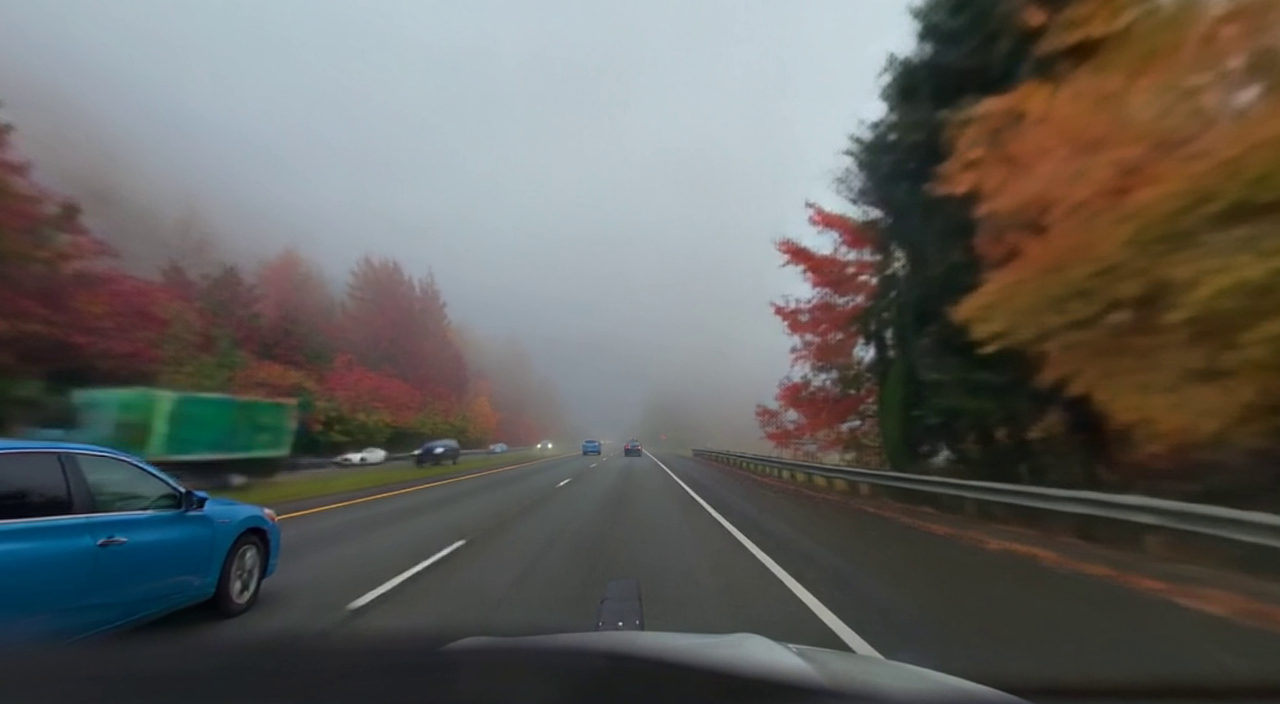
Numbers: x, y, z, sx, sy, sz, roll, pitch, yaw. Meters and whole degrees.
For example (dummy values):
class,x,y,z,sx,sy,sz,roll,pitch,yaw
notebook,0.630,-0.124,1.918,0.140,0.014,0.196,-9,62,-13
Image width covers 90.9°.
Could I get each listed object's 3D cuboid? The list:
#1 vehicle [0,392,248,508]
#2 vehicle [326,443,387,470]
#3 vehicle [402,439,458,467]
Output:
class,x,y,z,sx,sy,sz,roll,pitch,yaw
vehicle,-12.196,2.275,14.825,2.283,2.179,5.710,0,-8,-1
vehicle,-16.728,6.164,37.396,1.783,1.466,3.797,0,-8,1
vehicle,-12.197,5.865,36.831,1.866,1.524,4.097,0,-8,0
